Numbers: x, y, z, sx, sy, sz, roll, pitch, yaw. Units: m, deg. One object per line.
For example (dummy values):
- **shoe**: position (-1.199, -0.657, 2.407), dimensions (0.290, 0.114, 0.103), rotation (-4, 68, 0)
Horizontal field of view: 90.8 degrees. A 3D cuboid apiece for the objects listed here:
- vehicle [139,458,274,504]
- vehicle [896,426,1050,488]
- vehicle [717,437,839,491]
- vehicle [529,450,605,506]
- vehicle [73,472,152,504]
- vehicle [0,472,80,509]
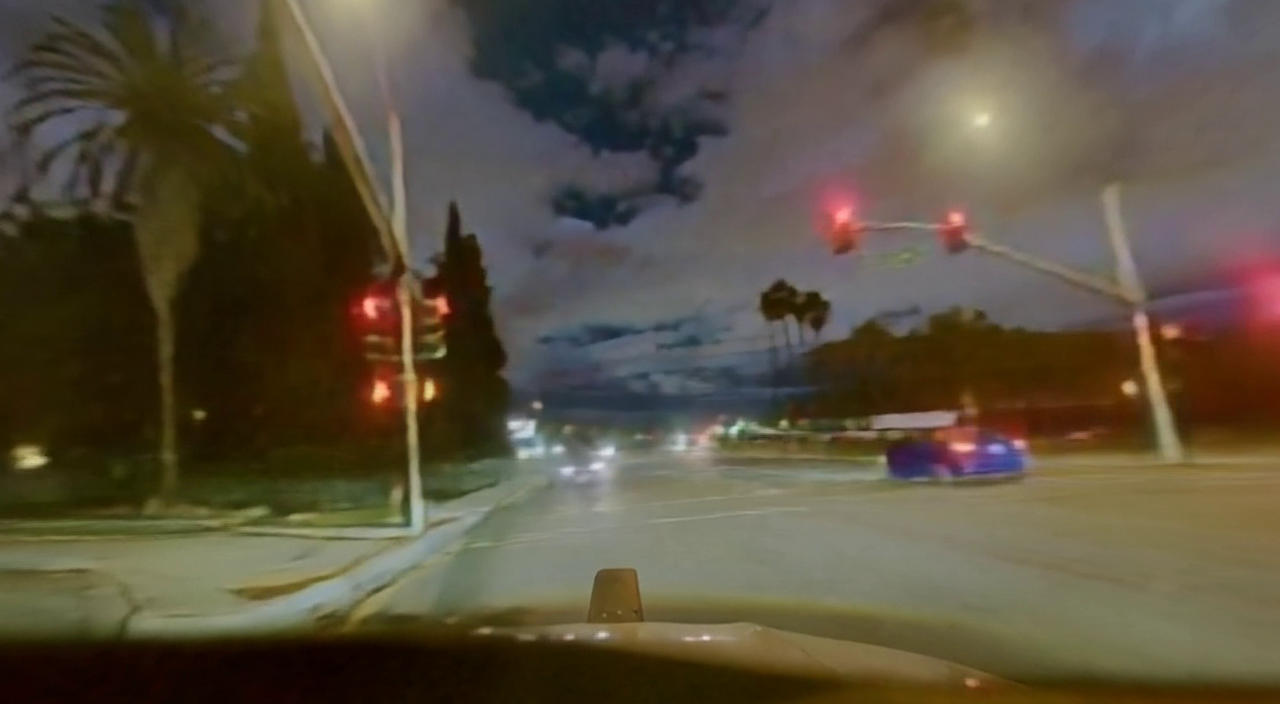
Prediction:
- **vehicle**: position (-18.038, 5.343, 26.433), dimensions (4.286, 1.569, 2.068), rotation (0, -4, 6)
- **vehicle**: position (8.872, 2.851, 17.331), dimensions (2.089, 1.471, 4.206), rotation (-1, -9, 3)
- **vehicle**: position (4.277, 3.570, 20.523), dimensions (2.068, 1.509, 4.687), rotation (1, -9, -12)
- **vehicle**: position (-2.471, 3.943, 20.299), dimensions (1.951, 1.546, 4.597), rotation (1, -9, -12)
- **vehicle**: position (-29.404, 7.541, 35.348), dimensions (1.787, 1.464, 3.877), rotation (-1, -9, -14)
- **vehicle**: position (-32.640, 7.338, 33.742), dimensions (1.992, 1.533, 4.178), rotation (4, -8, -10)
